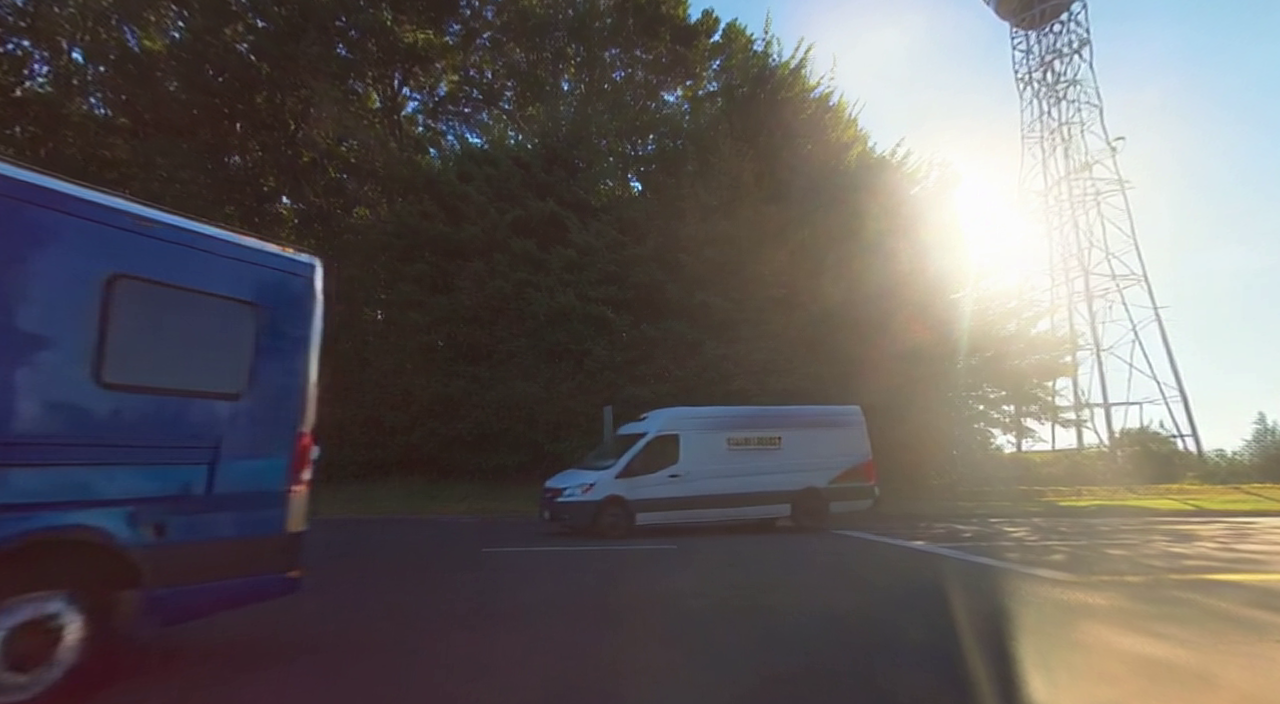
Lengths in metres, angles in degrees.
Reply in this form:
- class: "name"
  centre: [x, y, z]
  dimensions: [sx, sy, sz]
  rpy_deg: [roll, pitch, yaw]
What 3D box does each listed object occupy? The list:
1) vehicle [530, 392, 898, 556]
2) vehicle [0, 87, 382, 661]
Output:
- class: "vehicle"
  centre: [1.114, 2.047, 11.070]
  dimensions: [5.923, 2.424, 2.247]
  rpy_deg: [1, -9, -11]
- class: "vehicle"
  centre: [-6.402, -0.061, 2.847]
  dimensions: [2.740, 3.622, 9.765]
  rpy_deg: [-6, -10, 32]
